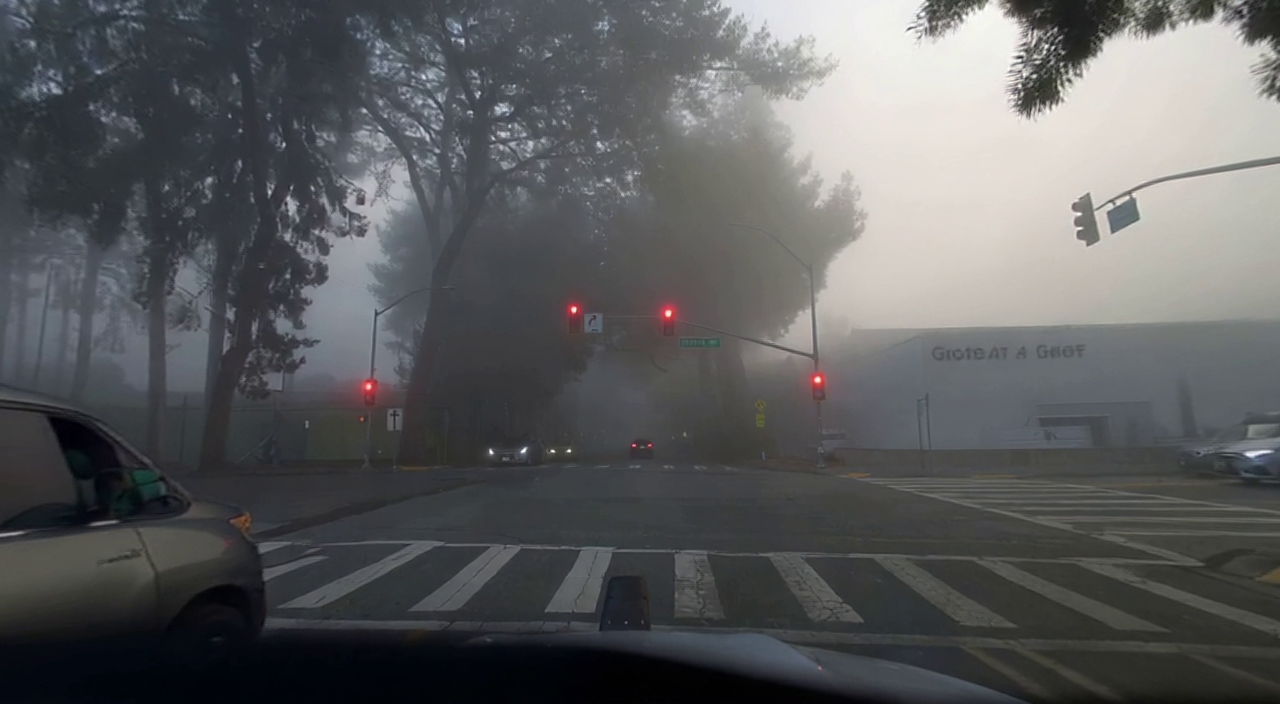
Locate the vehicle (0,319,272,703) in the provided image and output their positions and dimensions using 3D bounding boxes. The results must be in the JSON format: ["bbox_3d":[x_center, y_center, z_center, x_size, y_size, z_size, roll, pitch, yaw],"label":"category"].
[{"bbox_3d":[-3.459,0.692,1.869,2.000,1.789,4.638,0,-8,-2],"label":"vehicle"}]

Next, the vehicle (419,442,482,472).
[{"bbox_3d":[-10.628,5.910,35.705,2.041,1.548,4.868,0,-8,0],"label":"vehicle"}]

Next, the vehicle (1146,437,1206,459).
[{"bbox_3d":[41.168,7.419,48.495,1.767,1.456,4.191,-5,-11,15],"label":"vehicle"}]

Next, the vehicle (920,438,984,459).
[{"bbox_3d":[21.480,6.647,43.378,3.576,1.425,1.702,2,-9,-12],"label":"vehicle"}]

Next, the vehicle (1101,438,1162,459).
[{"bbox_3d":[38.491,7.549,49.499,1.837,1.514,4.786,-2,-9,13],"label":"vehicle"}]

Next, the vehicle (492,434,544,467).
[{"bbox_3d":[-7.159,5.852,37.463,2.081,1.818,4.782,0,-8,1],"label":"vehicle"}]
